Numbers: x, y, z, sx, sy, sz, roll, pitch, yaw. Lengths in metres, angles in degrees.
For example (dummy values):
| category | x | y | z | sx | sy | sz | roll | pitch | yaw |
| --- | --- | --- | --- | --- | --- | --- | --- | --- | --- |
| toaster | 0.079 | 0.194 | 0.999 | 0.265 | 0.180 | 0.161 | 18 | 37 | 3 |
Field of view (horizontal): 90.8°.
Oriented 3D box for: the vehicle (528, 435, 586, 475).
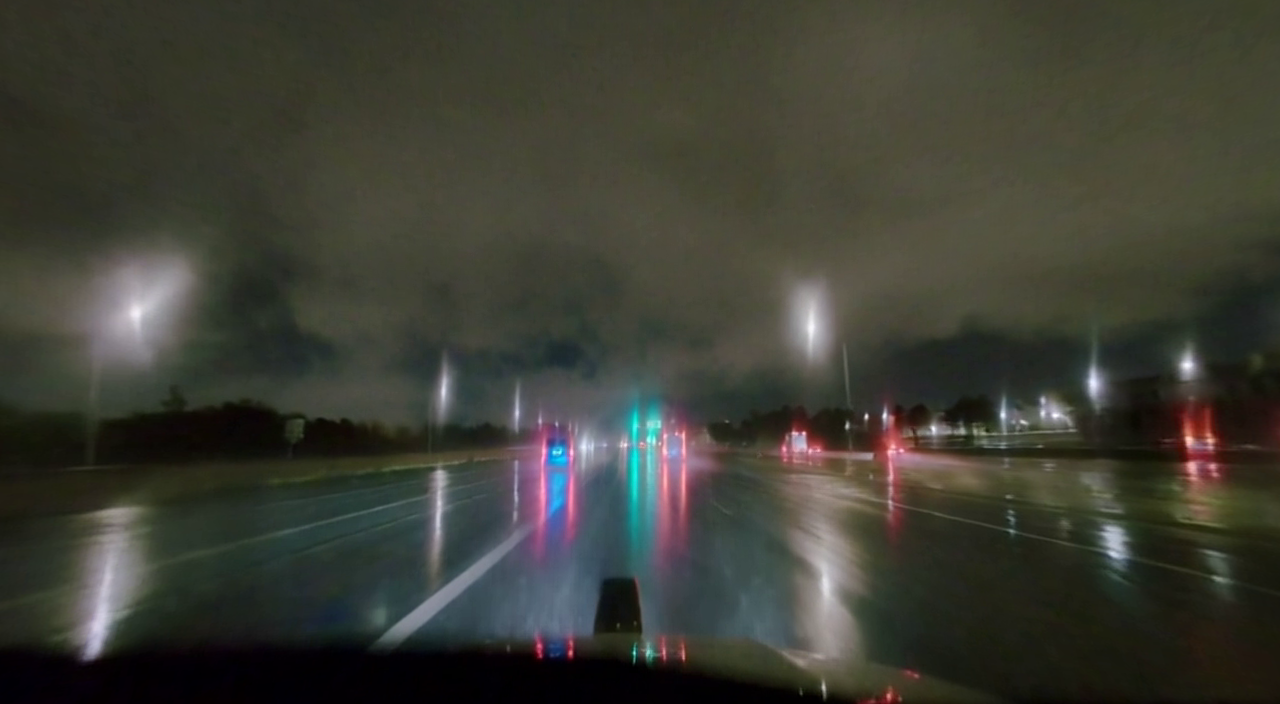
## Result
| category | x | y | z | sx | sy | sz | roll | pitch | yaw |
| --- | --- | --- | --- | --- | --- | --- | --- | --- | --- |
| vehicle | -3.963 | 5.027 | 31.103 | 2.205 | 1.773 | 5.124 | 0 | -9 | 0 |
